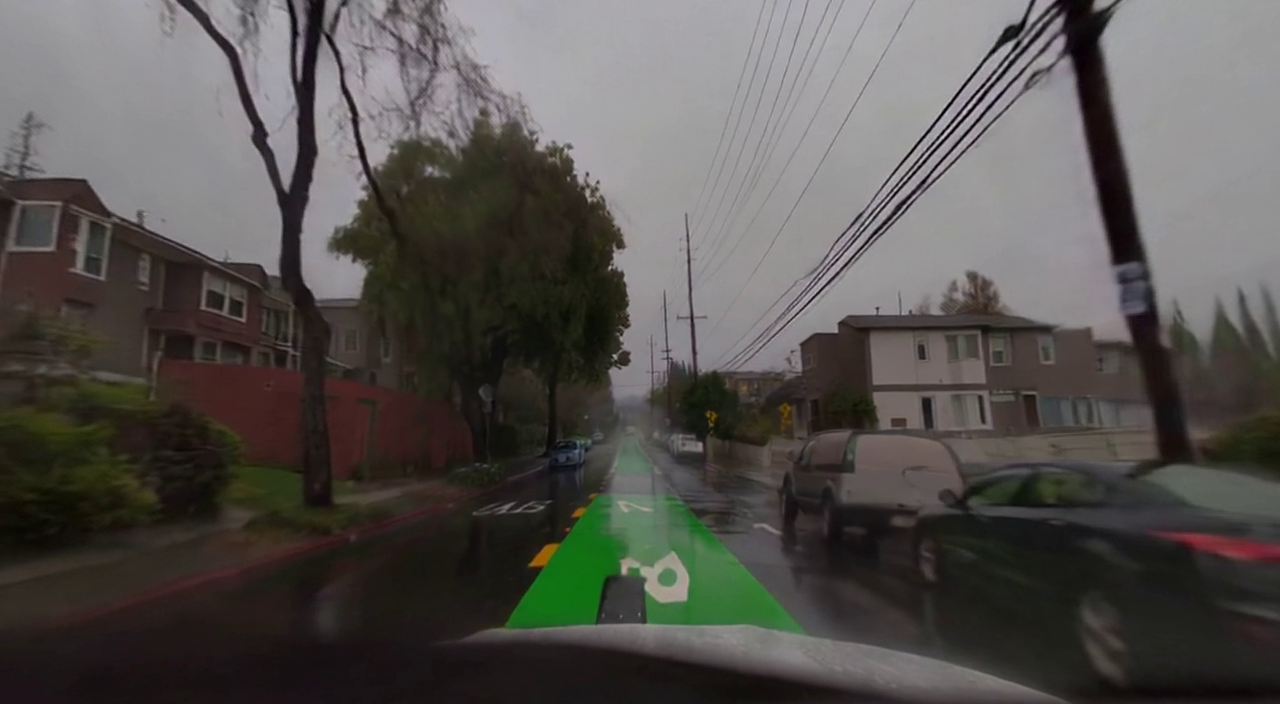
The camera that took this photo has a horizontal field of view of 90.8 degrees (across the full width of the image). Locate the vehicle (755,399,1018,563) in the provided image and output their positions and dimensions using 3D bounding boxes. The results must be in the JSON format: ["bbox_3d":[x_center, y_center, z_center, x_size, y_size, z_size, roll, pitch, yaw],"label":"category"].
[{"bbox_3d":[3.415,2.032,10.036,2.054,1.879,4.717,3,-12,-3],"label":"vehicle"}]

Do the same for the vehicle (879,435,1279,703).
[{"bbox_3d":[3.666,1.424,4.723,1.981,1.512,4.144,0,-9,-2],"label":"vehicle"}]
